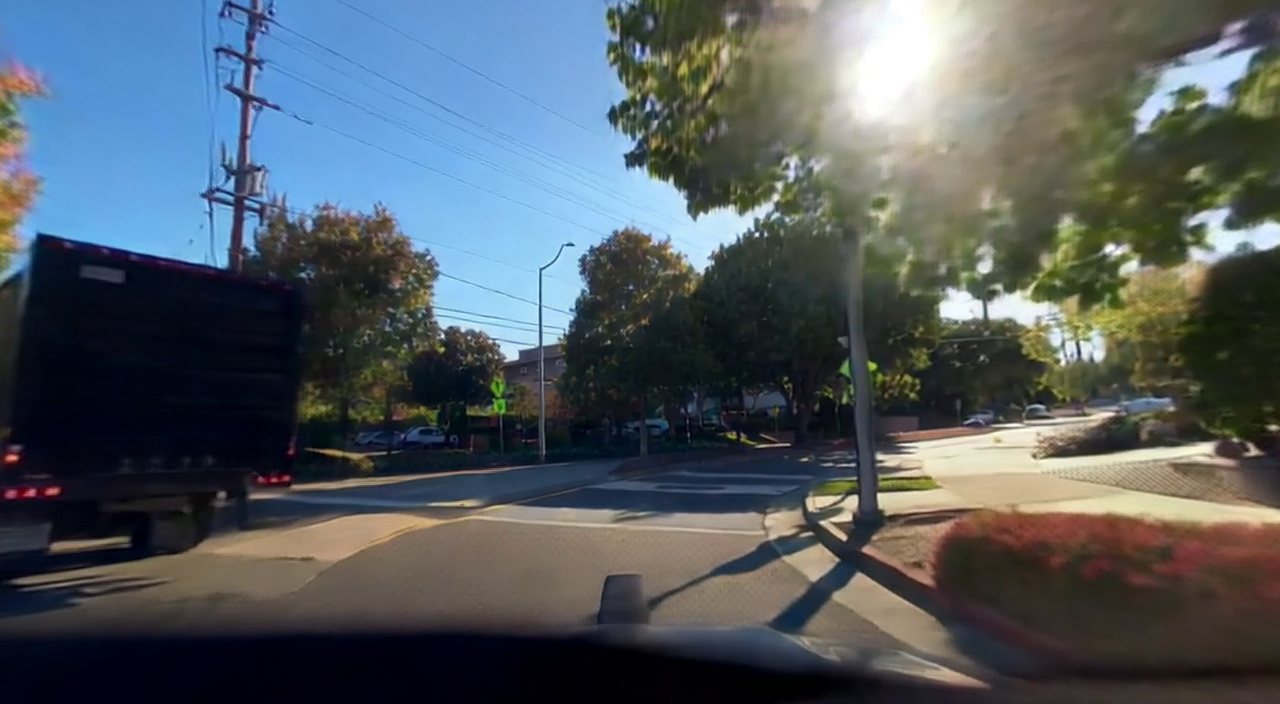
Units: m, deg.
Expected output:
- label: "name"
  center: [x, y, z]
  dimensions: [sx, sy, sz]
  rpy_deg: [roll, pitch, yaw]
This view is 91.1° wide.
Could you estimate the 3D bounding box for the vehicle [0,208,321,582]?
- label: "vehicle"
  center: [-8.787, 0.920, 9.481]
  dimensions: [9.680, 3.326, 2.838]
  rpy_deg: [-6, -10, 36]
